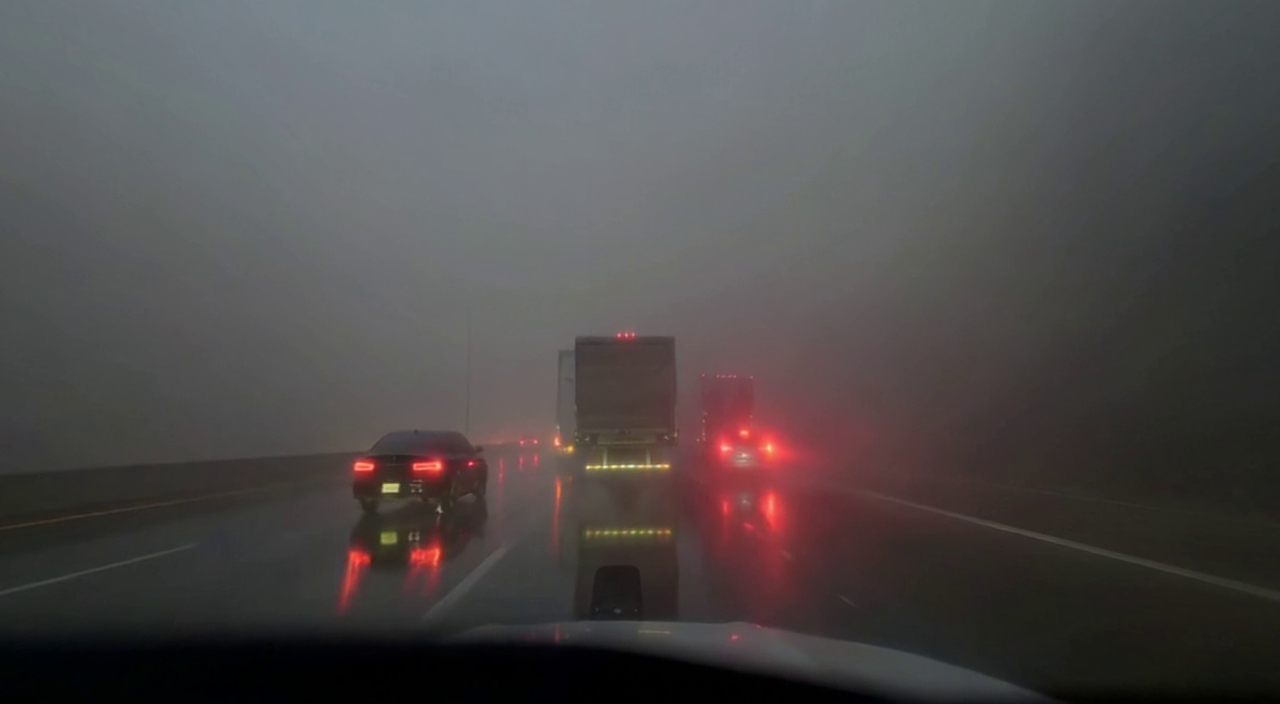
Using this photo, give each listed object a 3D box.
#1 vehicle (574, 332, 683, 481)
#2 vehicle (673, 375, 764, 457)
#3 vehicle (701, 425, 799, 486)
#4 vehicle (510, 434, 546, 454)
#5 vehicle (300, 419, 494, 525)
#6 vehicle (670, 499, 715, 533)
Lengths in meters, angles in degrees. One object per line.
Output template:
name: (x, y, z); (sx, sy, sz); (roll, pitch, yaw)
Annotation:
vehicle: (-0.432, 2.123, 22.075); (2.938, 4.033, 9.980); (0, -8, -1)
vehicle: (4.141, 4.188, 37.340); (2.863, 3.936, 14.058); (1, -9, -3)
vehicle: (2.995, 2.910, 18.055); (1.976, 1.513, 4.065); (0, -8, -2)
vehicle: (-8.770, 7.214, 49.573); (2.019, 1.471, 4.347); (0, -8, -1)
vehicle: (-3.950, 1.987, 11.016); (1.882, 1.493, 3.828); (0, -8, 0)
vehicle: (3.708, 11.708, 44.925); (2.835, 2.000, 2.696); (0, -7, -2)
